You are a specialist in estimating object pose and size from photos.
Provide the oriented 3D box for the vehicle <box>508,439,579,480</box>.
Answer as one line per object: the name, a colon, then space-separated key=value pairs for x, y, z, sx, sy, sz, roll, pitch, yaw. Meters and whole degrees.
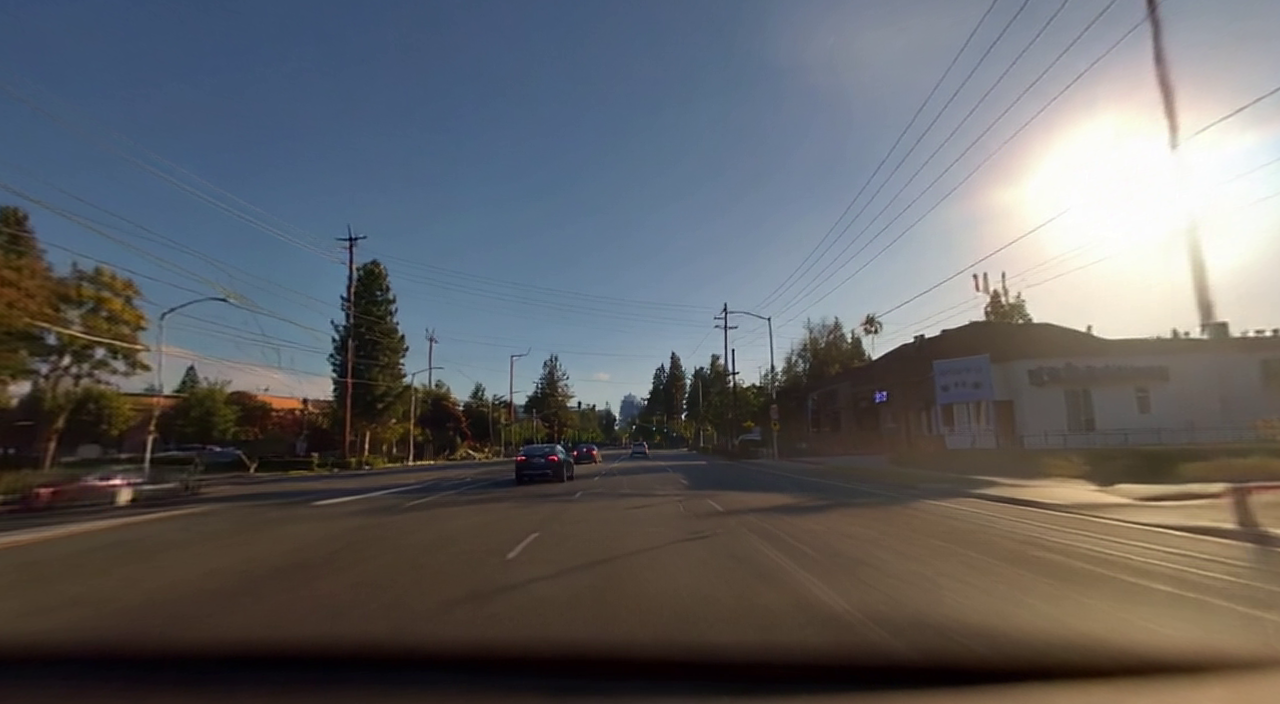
vehicle: x=-3.694 y=4.205 z=24.886 sx=2.076 sy=1.444 sz=4.328 roll=0 pitch=-8 yaw=0
